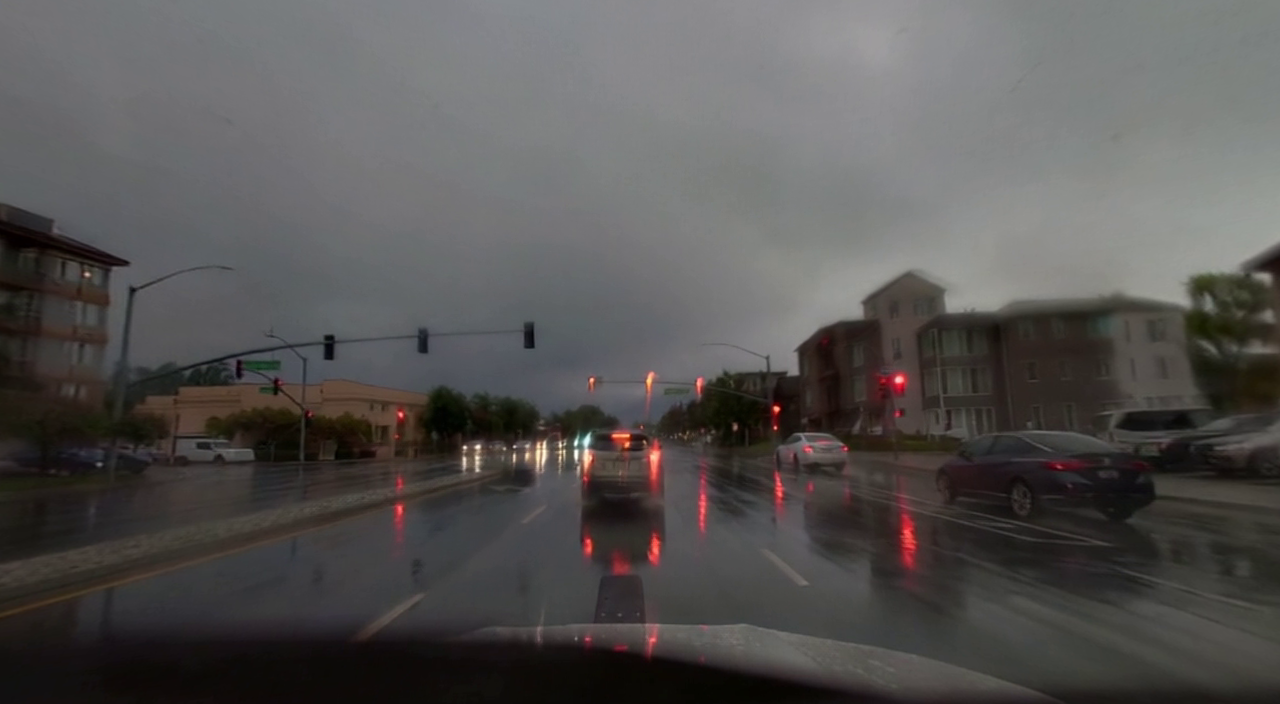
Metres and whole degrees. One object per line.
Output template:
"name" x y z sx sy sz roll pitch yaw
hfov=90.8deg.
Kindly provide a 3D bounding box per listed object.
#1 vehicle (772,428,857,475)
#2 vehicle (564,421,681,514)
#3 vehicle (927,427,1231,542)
"vehicle" 6.495 3.778 24.039 1.963 1.611 4.359 0 -9 -1
"vehicle" -0.303 2.292 12.960 2.032 1.593 3.896 0 -9 0
"vehicle" 6.447 1.966 10.021 1.768 1.417 4.213 0 -9 0
